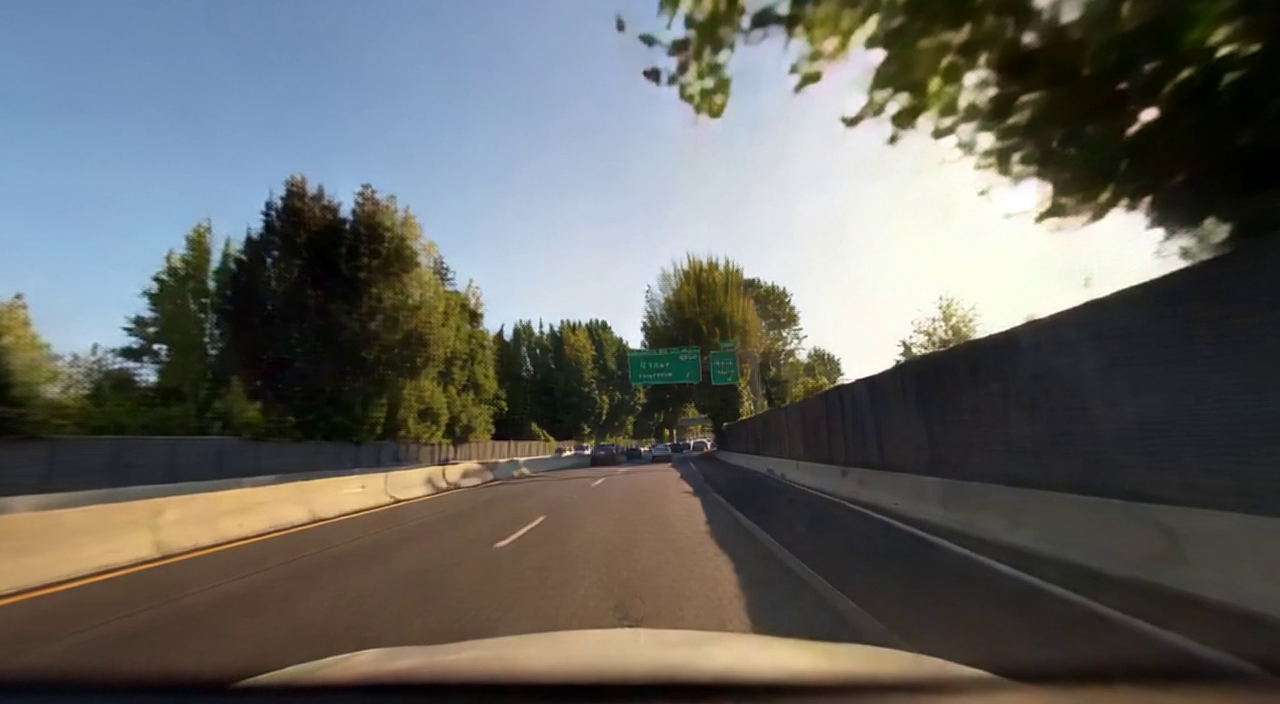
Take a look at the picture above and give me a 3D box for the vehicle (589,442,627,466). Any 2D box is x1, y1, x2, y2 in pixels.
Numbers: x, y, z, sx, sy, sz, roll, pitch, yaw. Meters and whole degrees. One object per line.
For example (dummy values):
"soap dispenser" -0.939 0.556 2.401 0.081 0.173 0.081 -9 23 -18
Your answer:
"vehicle" -2.061 6.682 41.461 1.985 1.518 3.847 -1 -8 4

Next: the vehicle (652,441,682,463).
"vehicle" 2.014 7.389 46.474 2.077 1.533 3.854 0 -8 3
